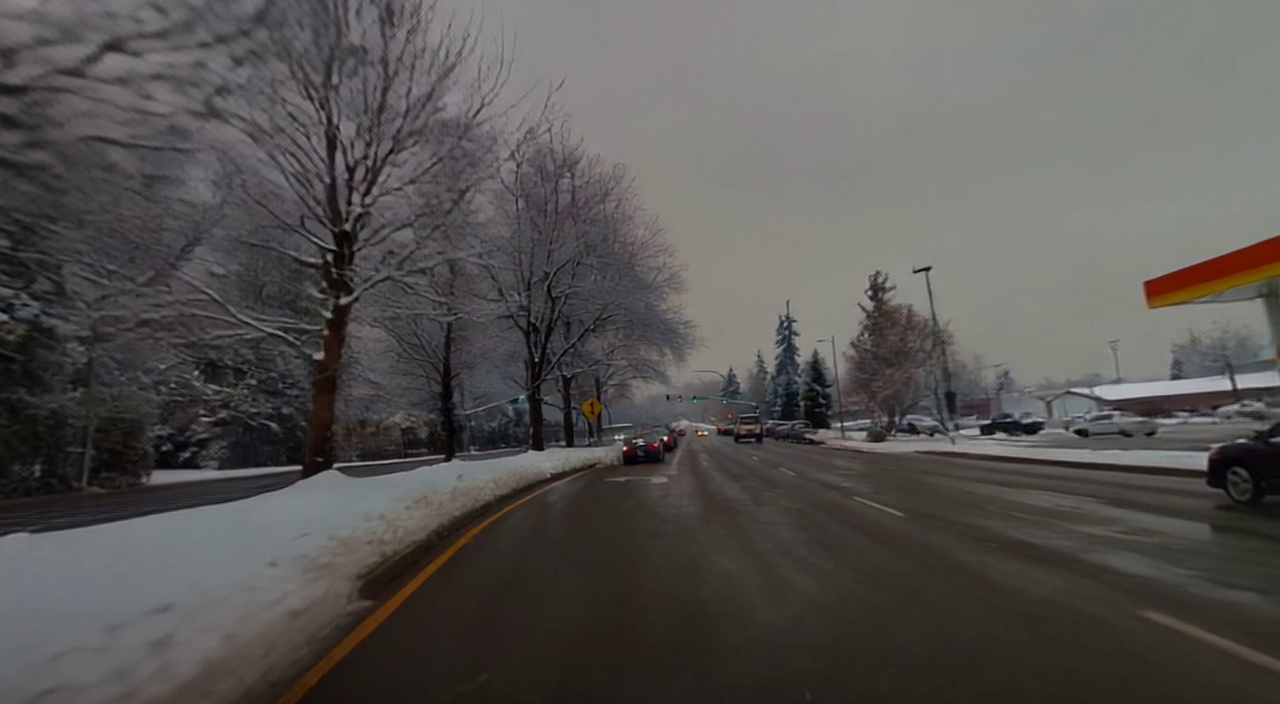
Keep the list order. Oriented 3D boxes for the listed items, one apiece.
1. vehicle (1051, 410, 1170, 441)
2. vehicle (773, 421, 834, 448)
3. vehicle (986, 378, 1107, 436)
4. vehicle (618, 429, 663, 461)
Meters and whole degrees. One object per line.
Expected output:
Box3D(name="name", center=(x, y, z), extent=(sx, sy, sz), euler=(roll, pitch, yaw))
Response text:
Box3D(name="vehicle", center=(24.182, 3.861, 32.614), extent=(1.784, 1.472, 4.532), euler=(3, -9, -23))
Box3D(name="vehicle", center=(10.605, 5.444, 41.221), extent=(1.991, 1.695, 4.357), euler=(2, -9, -14))
Box3D(name="vehicle", center=(27.735, 3.829, 42.981), extent=(7.827, 3.570, 3.121), euler=(5, -7, -25))
Box3D(name="vehicle", center=(0.100, 4.691, 31.769), extent=(2.032, 1.461, 4.173), euler=(-1, -9, 3))
